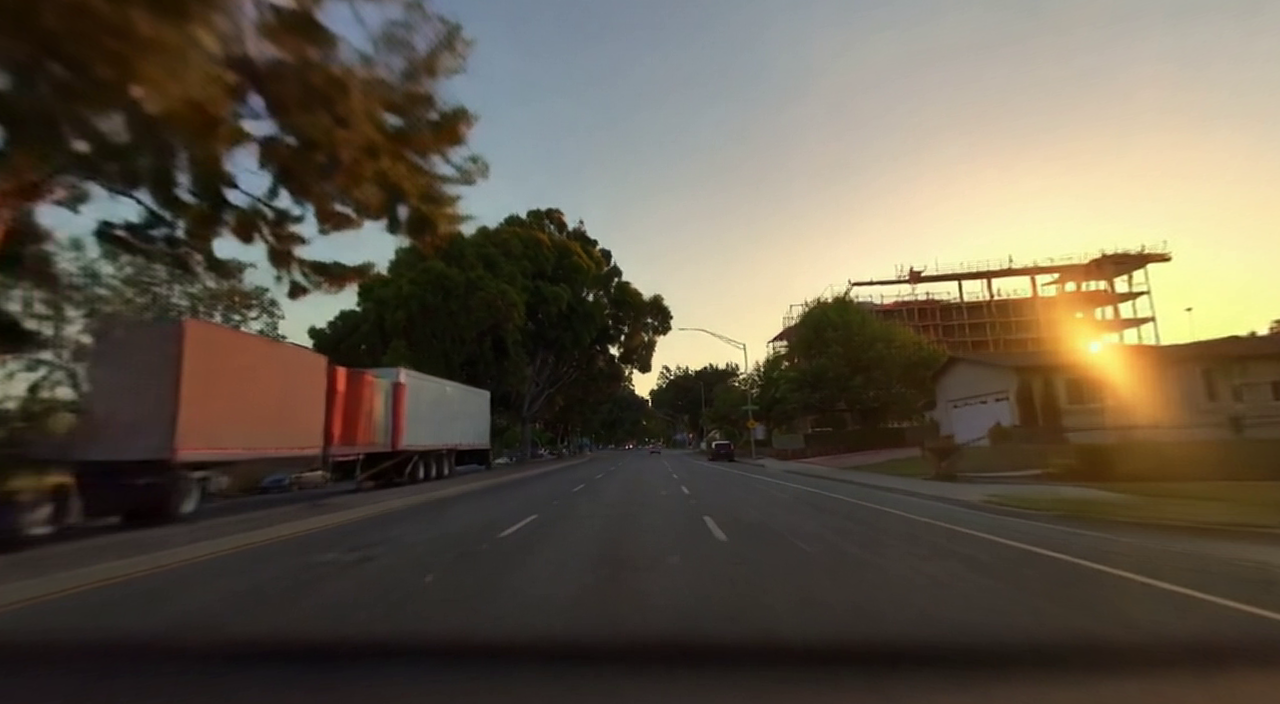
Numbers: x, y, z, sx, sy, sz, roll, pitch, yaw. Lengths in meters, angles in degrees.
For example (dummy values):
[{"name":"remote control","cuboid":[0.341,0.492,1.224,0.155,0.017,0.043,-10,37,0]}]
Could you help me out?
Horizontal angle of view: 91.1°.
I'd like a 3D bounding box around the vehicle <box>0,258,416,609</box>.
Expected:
[{"name":"vehicle","cuboid":[-7.398,1.475,11.168,3.032,3.524,9.640,-1,-8,2]}]
